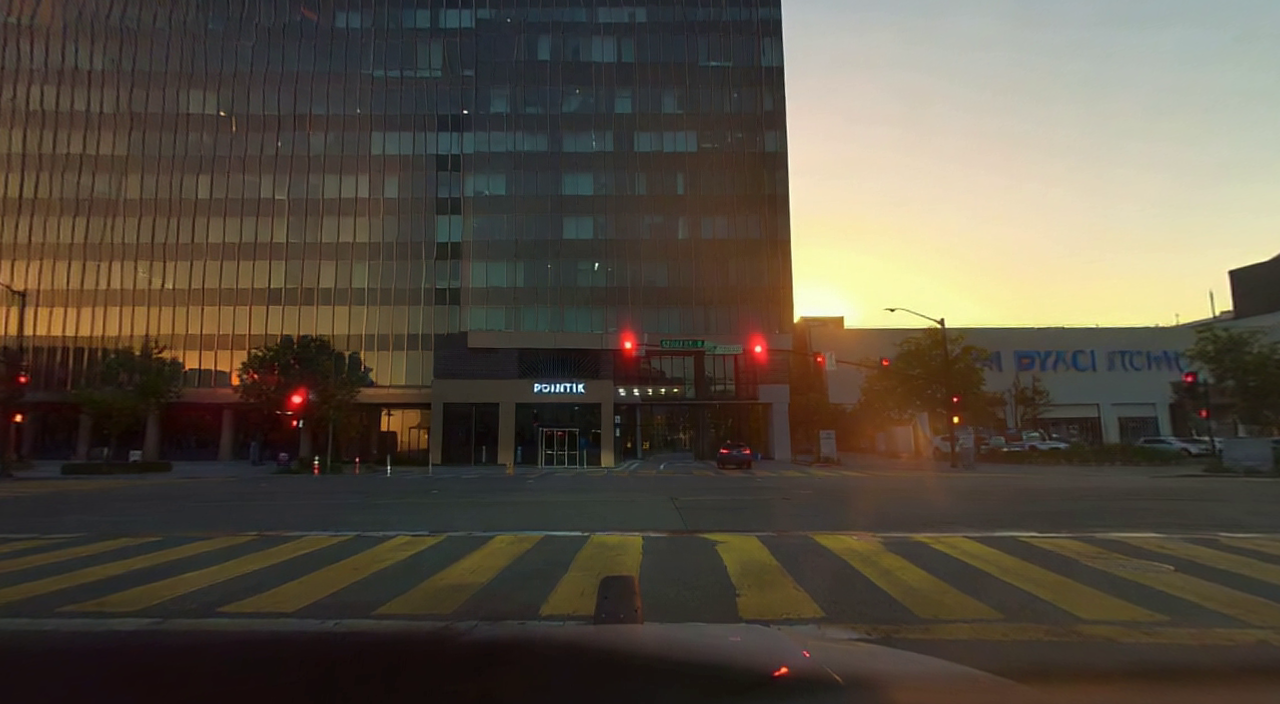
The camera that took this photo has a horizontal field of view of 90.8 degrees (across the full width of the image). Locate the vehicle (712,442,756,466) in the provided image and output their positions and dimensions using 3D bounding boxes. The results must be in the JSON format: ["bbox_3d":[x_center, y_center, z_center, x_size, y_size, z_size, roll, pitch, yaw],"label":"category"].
[{"bbox_3d":[5.992,6.570,40.945,1.988,1.466,4.529,0,-8,-2],"label":"vehicle"}]
